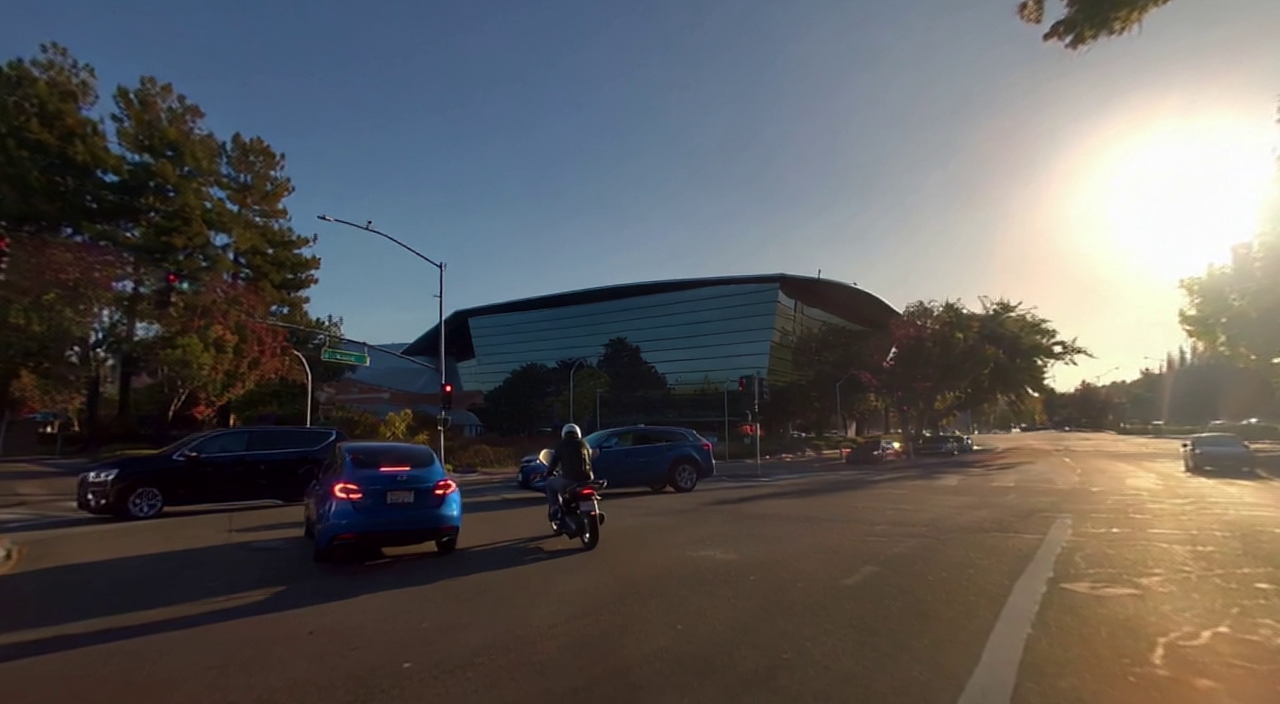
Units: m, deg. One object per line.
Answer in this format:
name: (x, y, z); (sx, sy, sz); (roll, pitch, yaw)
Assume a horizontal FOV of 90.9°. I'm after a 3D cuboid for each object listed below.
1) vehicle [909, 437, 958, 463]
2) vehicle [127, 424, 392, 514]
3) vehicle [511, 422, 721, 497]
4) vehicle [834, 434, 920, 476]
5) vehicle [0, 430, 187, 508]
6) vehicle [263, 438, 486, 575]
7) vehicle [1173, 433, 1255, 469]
vehicle: (18.734, 6.245, 40.155); (2.024, 1.543, 4.028); (-6, -10, 35)
vehicle: (-8.073, 2.490, 13.659); (4.583, 1.755, 1.936); (-1, -8, 7)
vehicle: (-0.749, 3.166, 18.947); (5.833, 1.960, 2.341); (3, -9, -19)
vehicle: (10.613, 4.539, 28.054); (2.084, 1.656, 4.583); (-7, -11, 39)
vehicle: (-14.176, 2.884, 15.875); (4.380, 1.727, 2.052); (-2, -9, 15)
vehicle: (-4.005, 1.993, 9.092); (2.009, 1.450, 4.182); (6, -10, -35)
vehicle: (25.512, 4.389, 28.195); (1.872, 1.467, 4.385); (-5, -10, 32)
